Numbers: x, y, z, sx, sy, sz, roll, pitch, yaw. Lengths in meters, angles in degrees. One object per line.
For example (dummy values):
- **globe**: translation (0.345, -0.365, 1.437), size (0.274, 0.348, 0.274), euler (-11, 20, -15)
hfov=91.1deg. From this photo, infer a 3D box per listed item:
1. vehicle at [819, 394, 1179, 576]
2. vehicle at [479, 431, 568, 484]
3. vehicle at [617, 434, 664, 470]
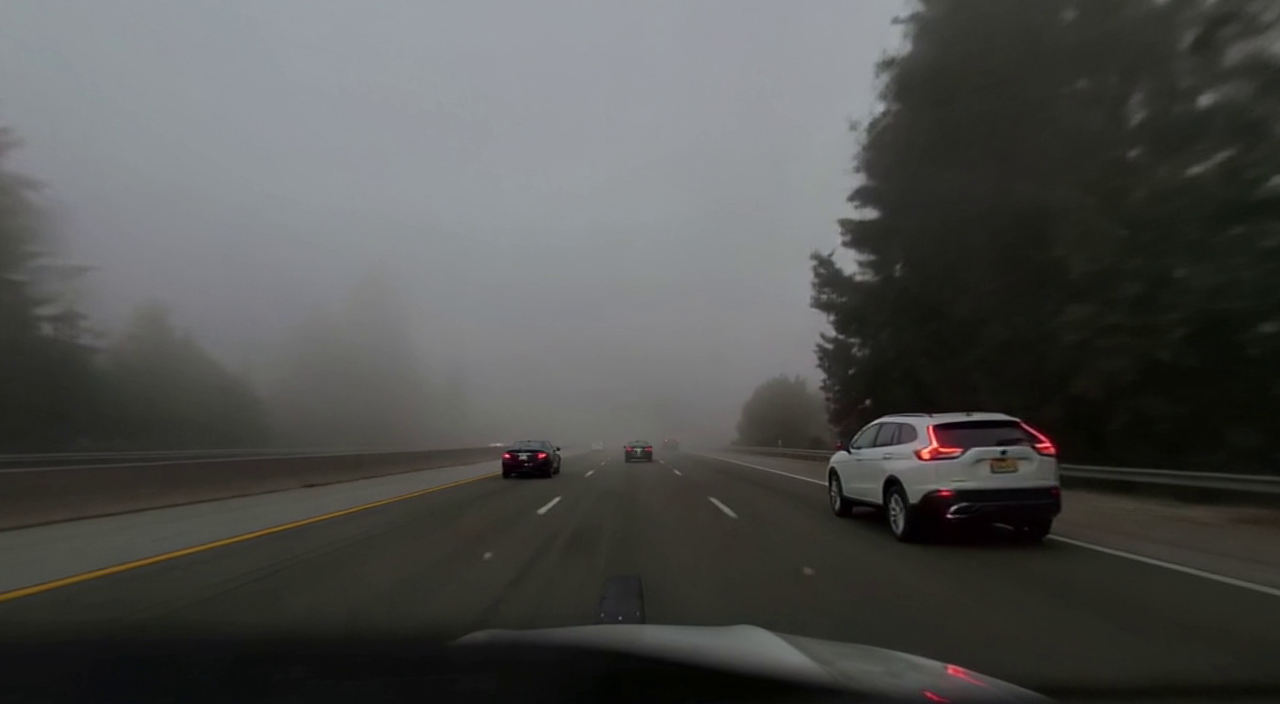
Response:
- **vehicle**: translation (4.038, 1.563, 8.167), size (2.025, 1.707, 4.279), euler (0, -8, -2)
- **vehicle**: translation (-3.719, 3.464, 20.968), size (2.066, 1.561, 4.495), euler (0, -8, 1)
- **vehicle**: translation (0.023, 4.604, 29.156), size (2.049, 1.542, 3.816), euler (0, -8, 0)
